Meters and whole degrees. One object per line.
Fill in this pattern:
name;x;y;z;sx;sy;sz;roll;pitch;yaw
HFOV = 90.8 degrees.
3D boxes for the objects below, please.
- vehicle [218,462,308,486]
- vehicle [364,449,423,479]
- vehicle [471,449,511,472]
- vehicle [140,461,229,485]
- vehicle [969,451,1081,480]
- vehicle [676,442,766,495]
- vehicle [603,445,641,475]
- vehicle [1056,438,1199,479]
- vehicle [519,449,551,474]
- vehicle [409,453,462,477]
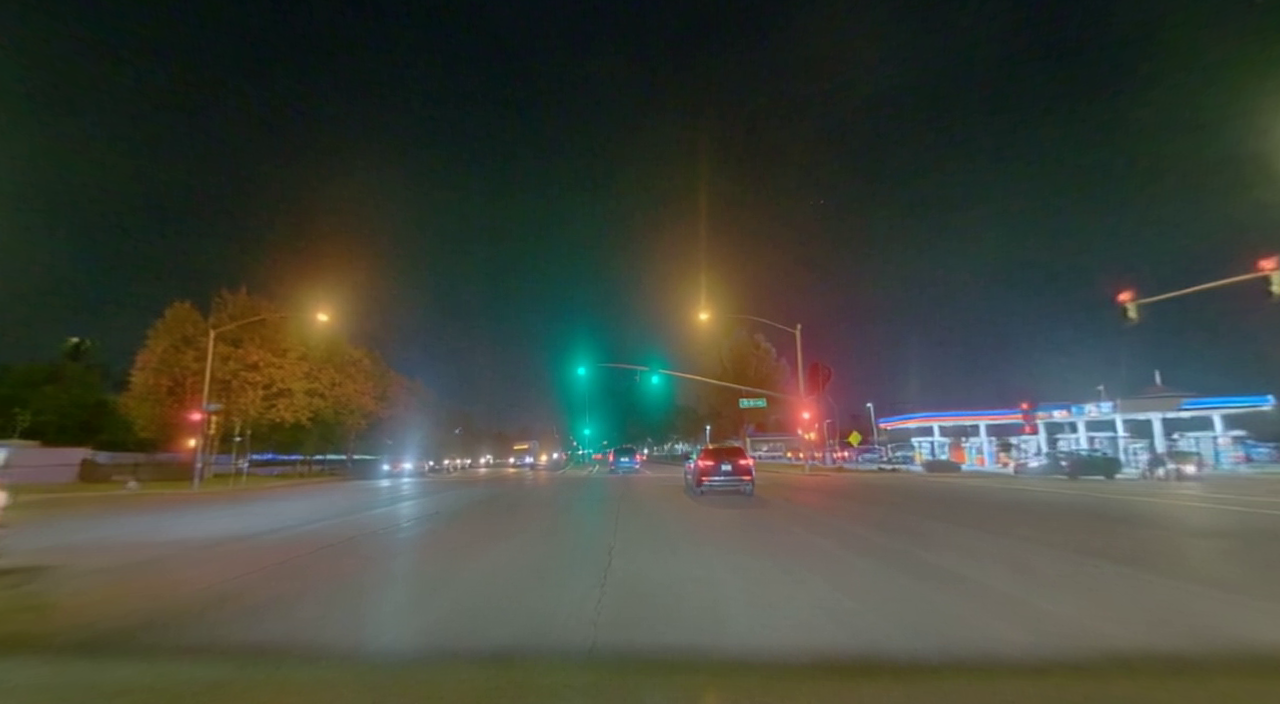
vehicle;-23.621;7.628;39.679;4.428;1.416;1.759;0;-9;-1
vehicle;-17.347;7.876;44.778;2.191;1.926;5.787;1;-9;-4
vehicle;-10.739;7.830;45.745;2.165;1.557;4.515;1;-9;-5
vehicle;-30.136;8.024;41.901;4.323;1.445;2.002;1;-9;-2
vehicle;20.610;6.083;33.983;4.637;1.443;2.050;0;-8;0
vehicle;2.447;3.696;20.378;2.061;1.487;4.462;1;-9;-3
vehicle;-1.091;6.165;36.271;2.029;1.605;3.827;1;-9;-3
vehicle;22.365;4.899;29.102;4.950;1.760;2.213;1;-9;-8
vehicle;-7.048;7.269;42.124;1.972;1.466;4.493;2;-8;-11
vehicle;-14.091;7.797;43.859;2.186;1.532;5.087;0;-9;-2
